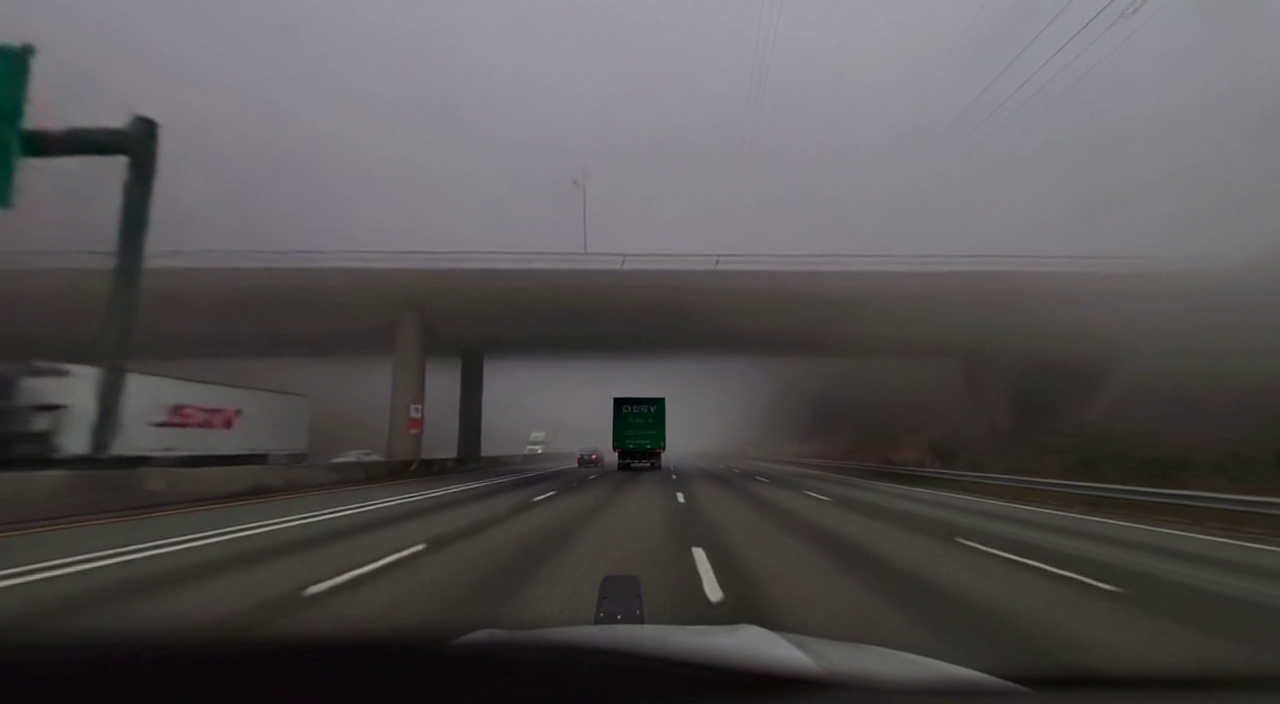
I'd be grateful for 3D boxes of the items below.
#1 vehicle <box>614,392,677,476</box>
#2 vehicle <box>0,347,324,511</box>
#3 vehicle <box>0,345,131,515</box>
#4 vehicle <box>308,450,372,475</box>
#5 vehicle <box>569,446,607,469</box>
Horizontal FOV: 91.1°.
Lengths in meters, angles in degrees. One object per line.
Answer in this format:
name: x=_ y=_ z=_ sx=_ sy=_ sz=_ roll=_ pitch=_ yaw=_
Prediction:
vehicle: x=0.441 y=4.891 z=36.492 sx=3.025 sy=4.002 sz=12.709 roll=0 pitch=-9 yaw=2
vehicle: x=-16.344 y=2.886 z=22.127 sx=2.854 sy=3.980 sz=13.645 roll=-1 pitch=-9 yaw=2
vehicle: x=-16.598 y=1.941 z=15.402 sx=3.017 sy=3.970 sz=5.806 roll=0 pitch=-9 yaw=2
vehicle: x=-19.345 y=7.126 z=40.733 sx=1.775 sy=1.494 sz=4.521 roll=0 pitch=-9 yaw=2
vehicle: x=-3.449 y=7.150 z=42.731 sx=1.958 sy=1.467 sz=4.737 roll=-1 pitch=-9 yaw=3
